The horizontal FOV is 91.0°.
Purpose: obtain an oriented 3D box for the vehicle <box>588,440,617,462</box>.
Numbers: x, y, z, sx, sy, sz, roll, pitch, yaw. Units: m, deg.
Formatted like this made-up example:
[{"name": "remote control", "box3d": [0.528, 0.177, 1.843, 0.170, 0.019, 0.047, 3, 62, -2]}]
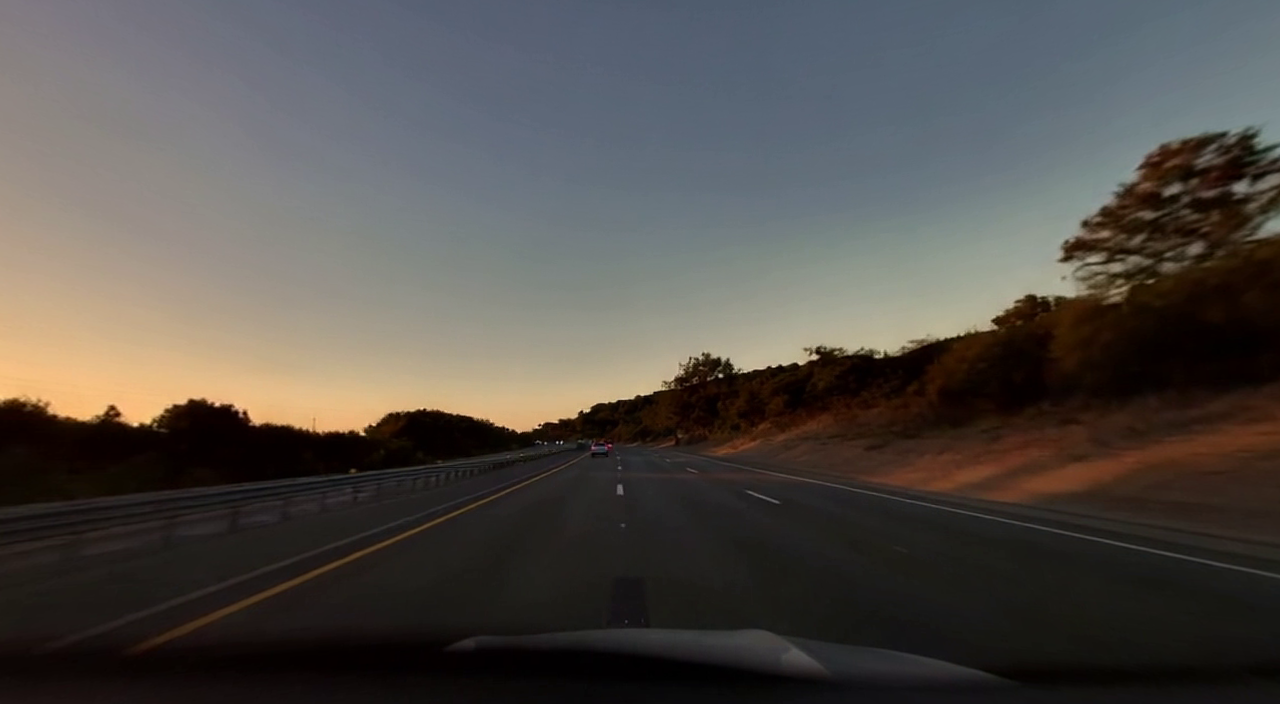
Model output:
[{"name": "vehicle", "box3d": [-2.809, 7.533, 48.006, 2.009, 1.554, 4.013, 0, -8, -1]}]
